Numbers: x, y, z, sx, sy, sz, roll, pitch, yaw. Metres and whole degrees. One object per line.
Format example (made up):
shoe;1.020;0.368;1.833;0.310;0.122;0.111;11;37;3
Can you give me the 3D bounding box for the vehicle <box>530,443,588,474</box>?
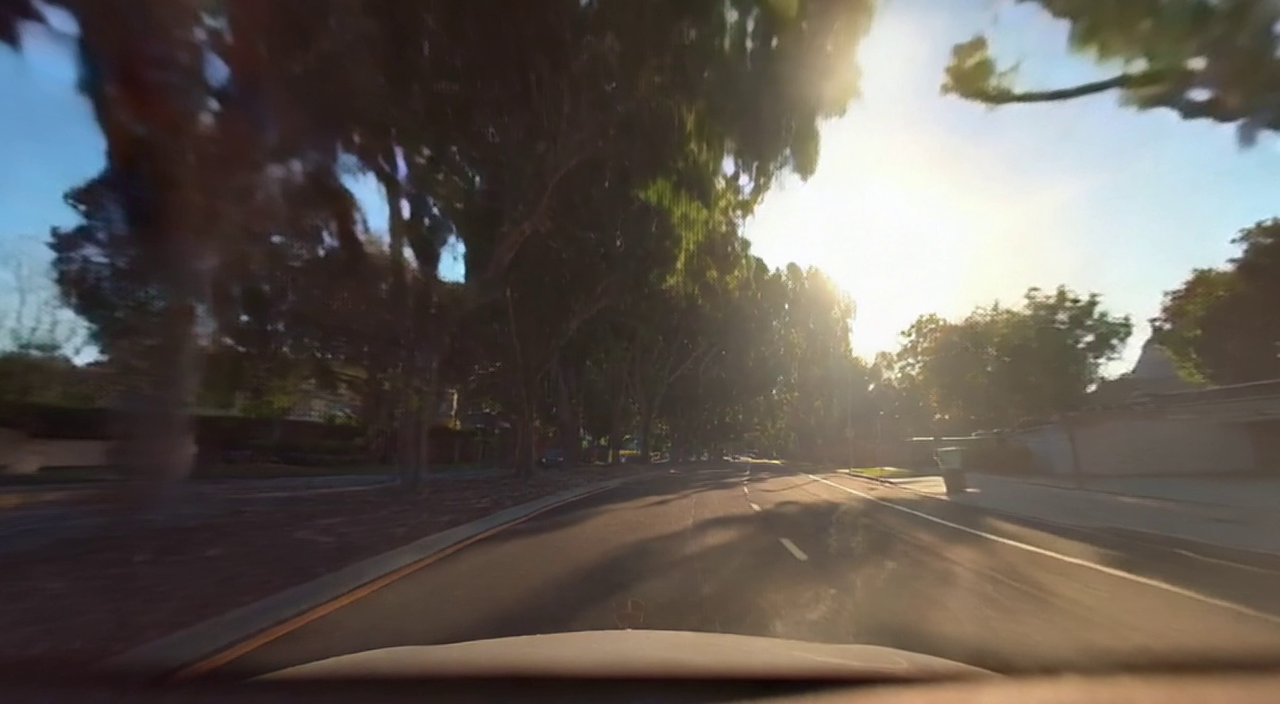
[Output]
vehicle;-5.123;6.809;40.532;2.276;1.805;4.984;-2;-9;10
